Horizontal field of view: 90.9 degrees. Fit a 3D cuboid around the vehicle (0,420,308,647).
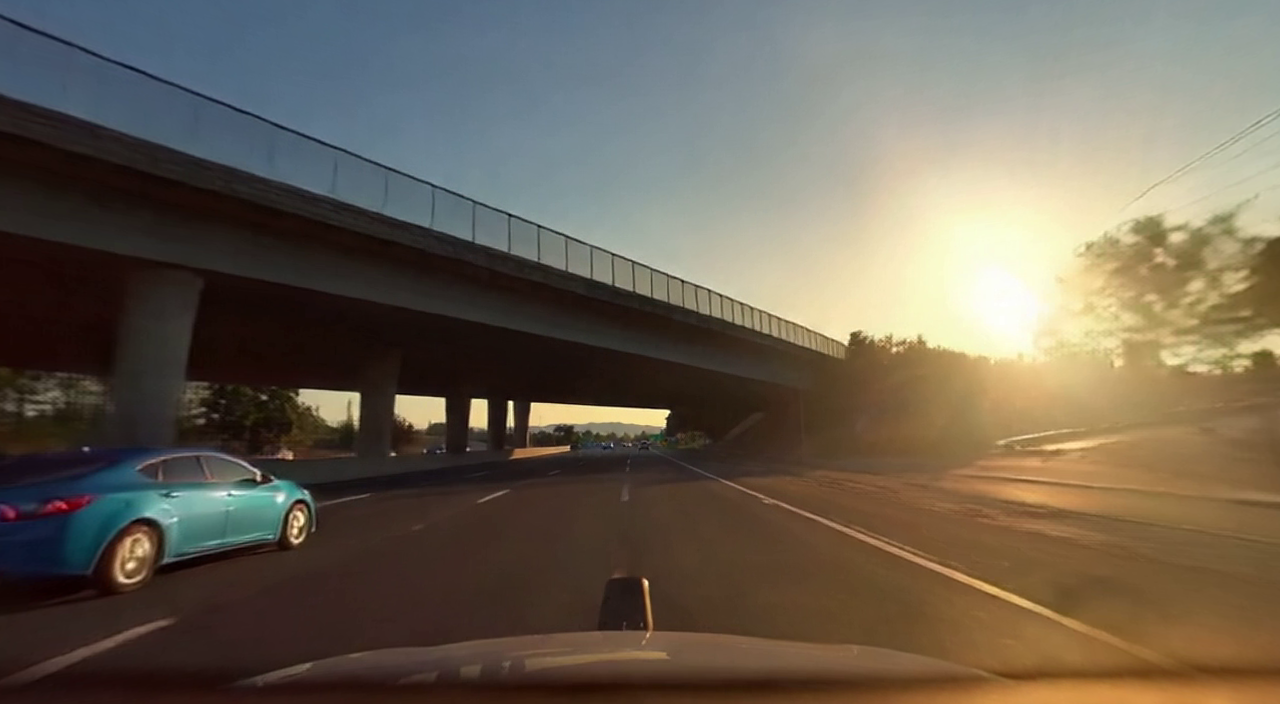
[{"bbox_3d":[-5.482,1.500,6.065,2.105,1.551,4.602,0,-8,-1],"label":"vehicle"}]
